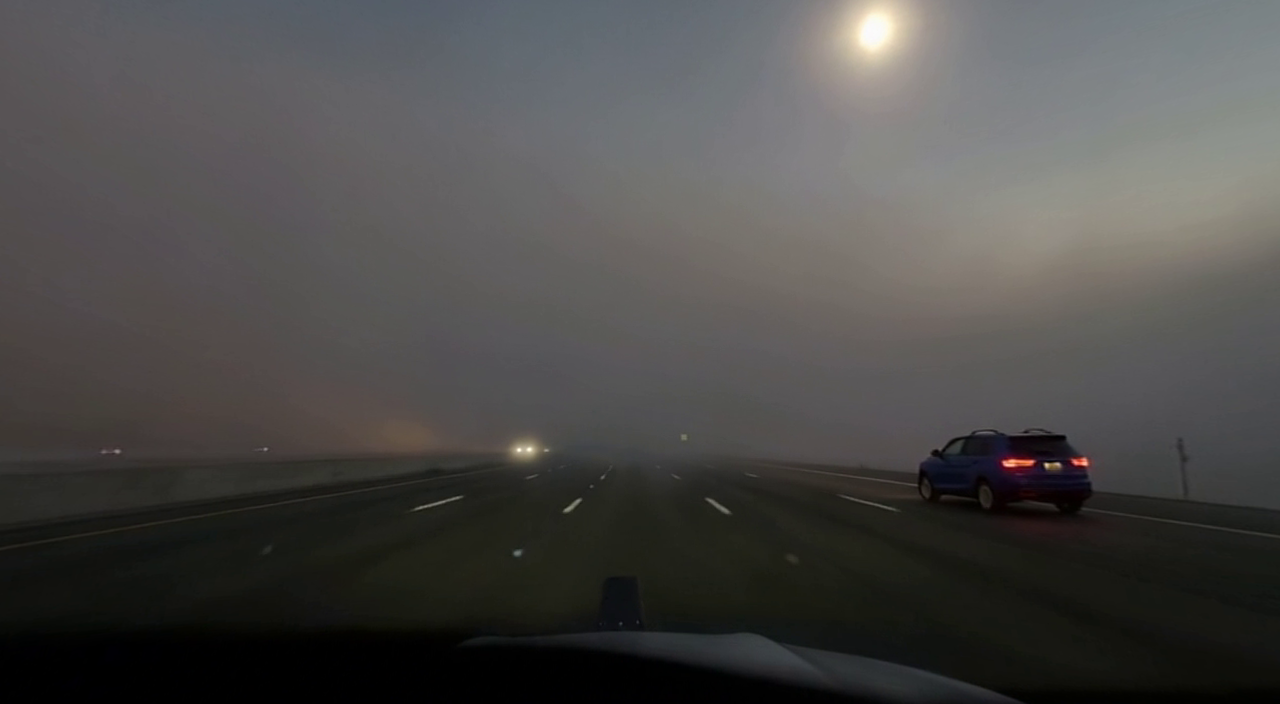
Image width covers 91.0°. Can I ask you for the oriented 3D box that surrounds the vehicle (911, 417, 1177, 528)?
[{"bbox_3d":[7.242,2.208,12.032,2.091,1.711,4.383,0,-9,-1],"label":"vehicle"}]
